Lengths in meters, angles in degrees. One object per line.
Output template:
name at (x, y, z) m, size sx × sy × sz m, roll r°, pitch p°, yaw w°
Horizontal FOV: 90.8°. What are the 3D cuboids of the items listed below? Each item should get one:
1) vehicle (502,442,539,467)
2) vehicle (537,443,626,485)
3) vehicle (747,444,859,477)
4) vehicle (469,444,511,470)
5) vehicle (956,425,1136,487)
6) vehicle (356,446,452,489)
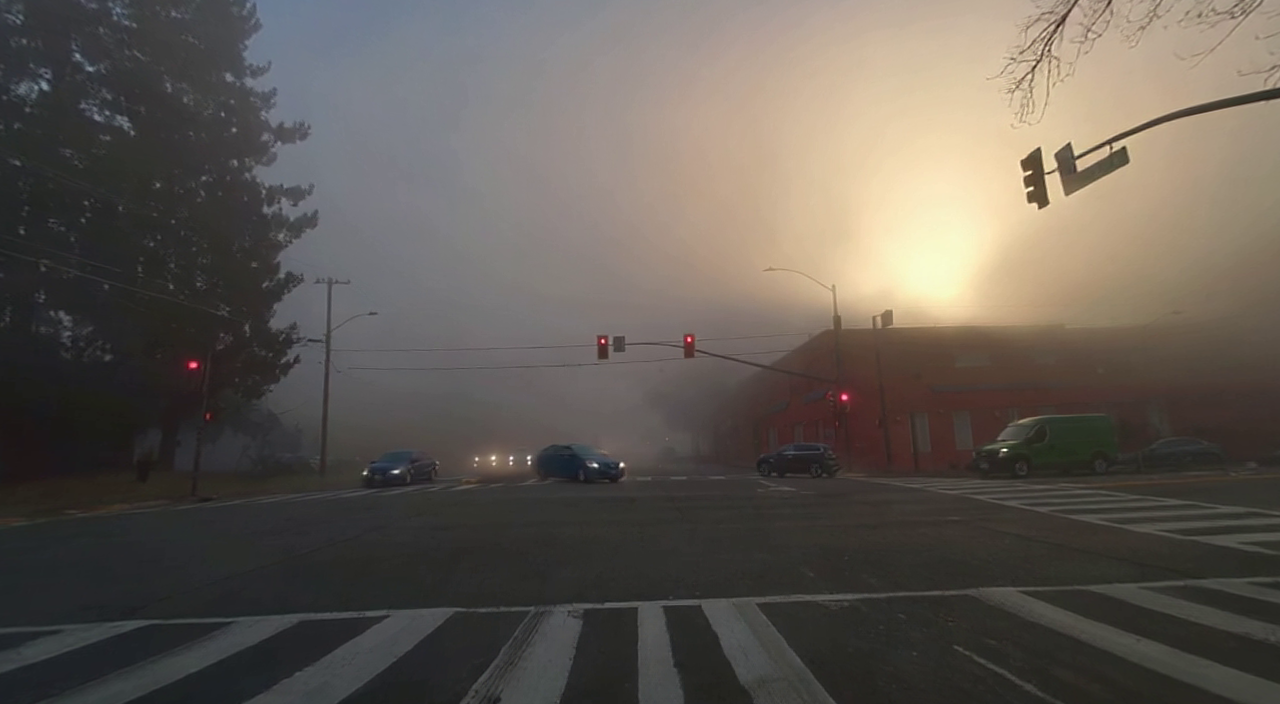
vehicle at (-8.649, 7.458, 46.179) m, size 2.087 × 1.718 × 4.700 m, roll 0°, pitch -9°, yaw -3°
vehicle at (-2.256, 4.097, 23.465) m, size 1.846 × 1.416 × 4.228 m, roll 4°, pitch -10°, yaw -27°
vehicle at (7.751, 5.159, 30.163) m, size 4.828 × 1.453 × 1.919 m, roll -5°, pitch -10°, yaw 28°
vehicle at (-8.976, 6.339, 38.210) m, size 1.779 × 1.460 × 4.463 m, roll 1°, pitch -9°, yaw -4°
vehicle at (14.847, 3.765, 23.129) m, size 5.910 × 2.046 × 2.228 m, roll 3°, pitch -9°, yaw -19°
vehicle at (-8.888, 4.365, 24.236) m, size 2.024 × 1.460 × 4.381 m, roll 0°, pitch -9°, yaw 0°
